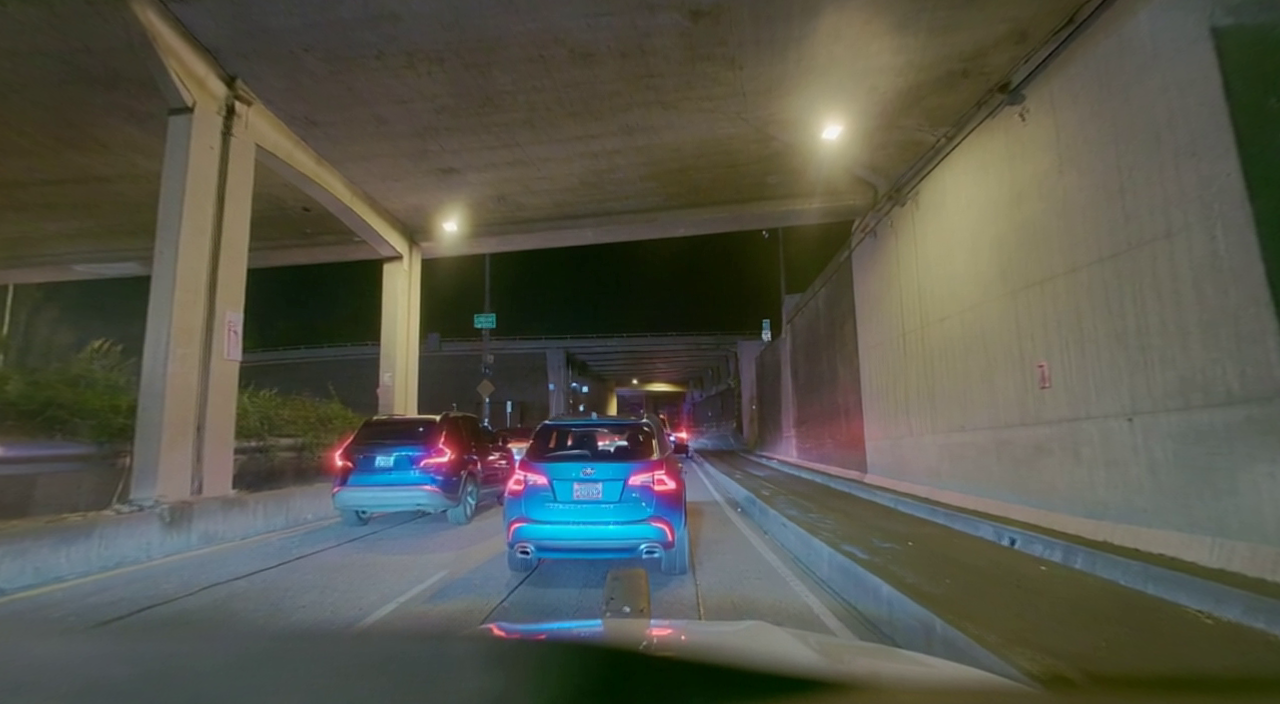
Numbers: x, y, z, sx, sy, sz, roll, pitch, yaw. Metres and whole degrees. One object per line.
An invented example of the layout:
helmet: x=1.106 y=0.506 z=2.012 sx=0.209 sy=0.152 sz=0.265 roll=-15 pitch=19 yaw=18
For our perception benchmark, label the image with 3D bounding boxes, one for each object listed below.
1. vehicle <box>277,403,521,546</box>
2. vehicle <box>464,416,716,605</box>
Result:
vehicle: x=-3.444 y=1.861 z=10.199 sx=2.017 sy=1.761 sz=4.572 roll=-1 pitch=-8 yaw=2
vehicle: x=-0.286 y=1.569 z=7.143 sx=2.020 sy=1.478 sz=4.092 roll=-1 pitch=-8 yaw=3
